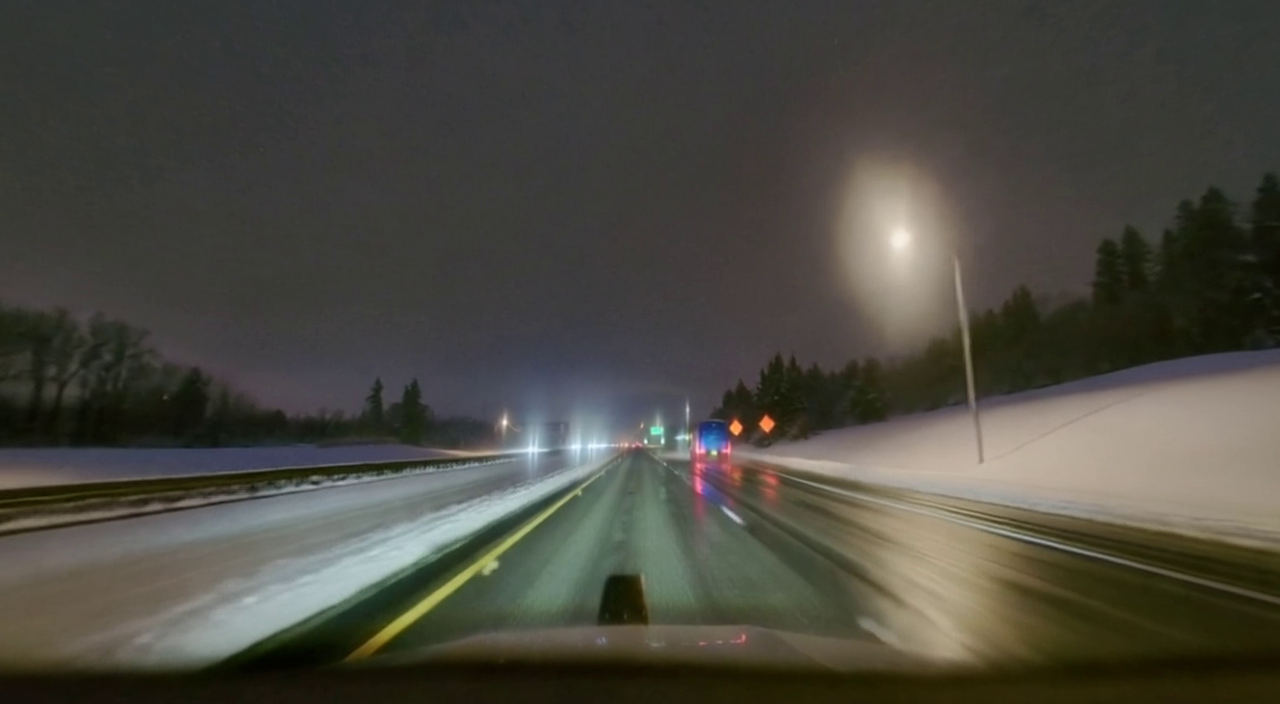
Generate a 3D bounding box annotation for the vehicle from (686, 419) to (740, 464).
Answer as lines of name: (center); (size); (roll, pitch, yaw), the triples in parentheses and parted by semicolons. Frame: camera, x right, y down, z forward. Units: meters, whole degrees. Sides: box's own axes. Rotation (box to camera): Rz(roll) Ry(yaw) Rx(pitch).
vehicle: (4.360, 5.523, 38.785); (2.430, 2.495, 6.062); (0, -8, -1)
